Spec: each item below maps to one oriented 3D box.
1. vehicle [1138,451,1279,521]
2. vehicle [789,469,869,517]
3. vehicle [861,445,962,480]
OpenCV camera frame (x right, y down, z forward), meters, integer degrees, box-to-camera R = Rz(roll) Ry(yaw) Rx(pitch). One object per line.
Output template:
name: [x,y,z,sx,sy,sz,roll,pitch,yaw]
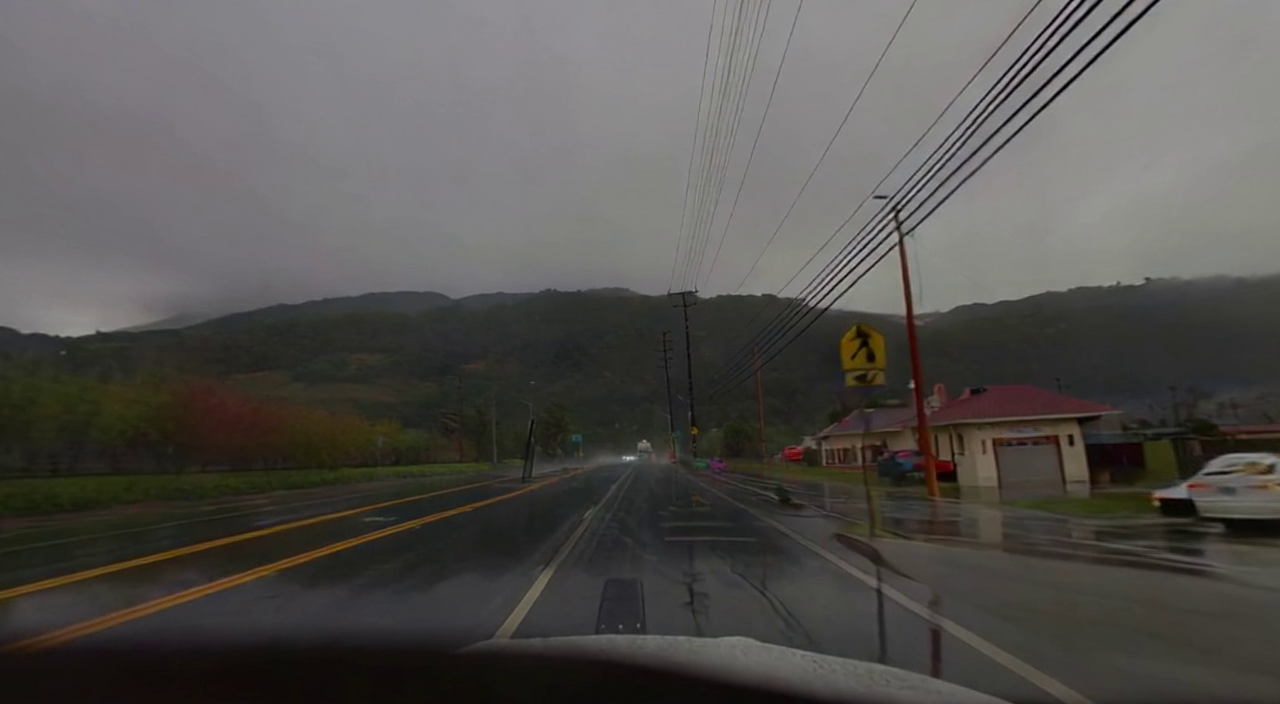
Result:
vehicle: [15.536,3.338,15.981,4.145,1.599,1.982,0,-9,0]
vehicle: [6.829,5.096,23.254,1.781,1.432,4.169,0,-9,2]
vehicle: [15.450,6.293,36.125,4.798,1.934,1.908,0,-9,0]
